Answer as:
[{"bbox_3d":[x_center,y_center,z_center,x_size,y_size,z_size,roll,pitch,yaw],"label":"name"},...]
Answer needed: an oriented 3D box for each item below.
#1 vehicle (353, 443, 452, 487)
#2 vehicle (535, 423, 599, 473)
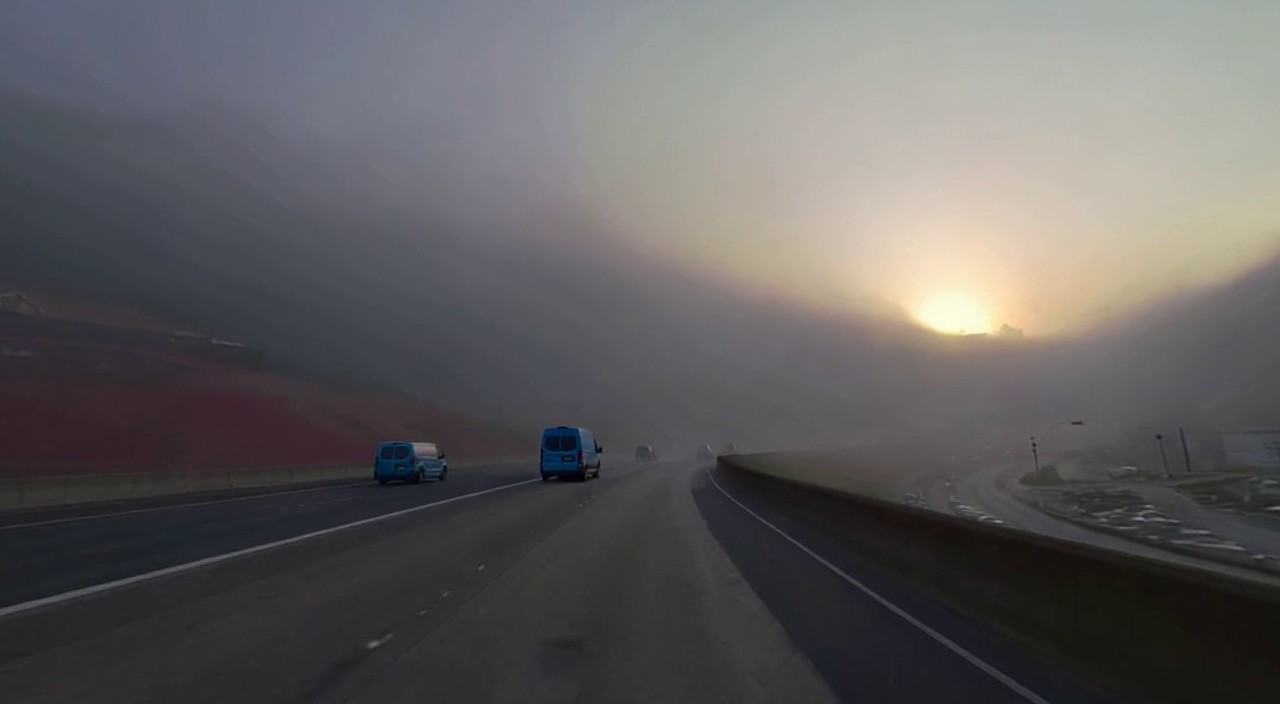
[{"bbox_3d":[-9.005,4.311,24.438,1.821,1.524,4.342,-1,-9,5],"label":"vehicle"},{"bbox_3d":[-4.225,5.766,37.835,2.314,2.703,6.441,-1,-9,7],"label":"vehicle"}]
